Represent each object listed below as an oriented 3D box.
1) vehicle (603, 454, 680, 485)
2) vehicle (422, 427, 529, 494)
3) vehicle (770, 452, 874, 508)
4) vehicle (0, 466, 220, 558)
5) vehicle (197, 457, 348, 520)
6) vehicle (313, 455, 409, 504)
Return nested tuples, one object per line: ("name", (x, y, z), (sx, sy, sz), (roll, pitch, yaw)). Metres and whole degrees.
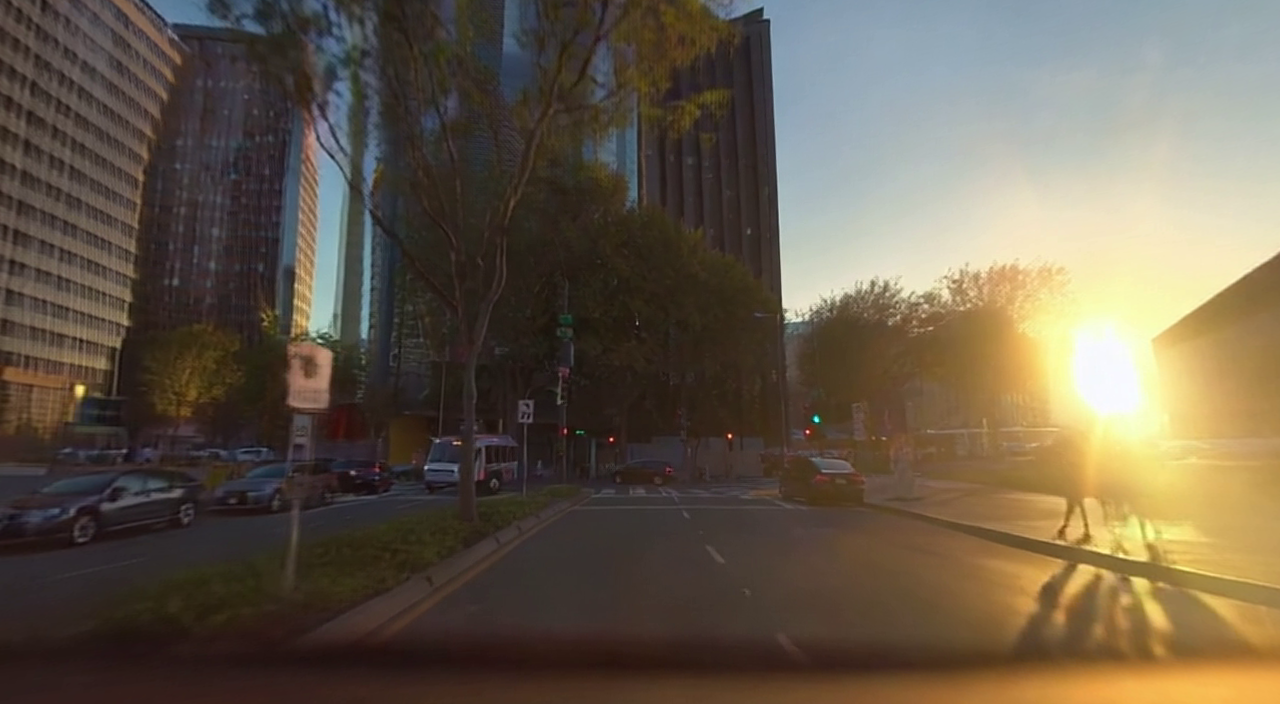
("vehicle", (0.080, 7.777, 42.094), (4.742, 1.906, 1.933), (2, -9, -16))
("vehicle", (-7.849, 5.274, 31.221), (2.591, 2.910, 6.652), (-1, -9, 9))
("vehicle", (5.625, 3.980, 20.168), (1.888, 1.536, 4.381), (0, -8, -2))
("vehicle", (-11.281, 3.198, 13.259), (1.809, 1.429, 4.463), (0, -8, 1))
("vehicle", (-11.245, 4.171, 19.831), (1.968, 1.608, 4.609), (0, -8, 0))
("vehicle", (-11.204, 5.120, 25.750), (1.908, 1.721, 4.285), (0, -8, 0))
